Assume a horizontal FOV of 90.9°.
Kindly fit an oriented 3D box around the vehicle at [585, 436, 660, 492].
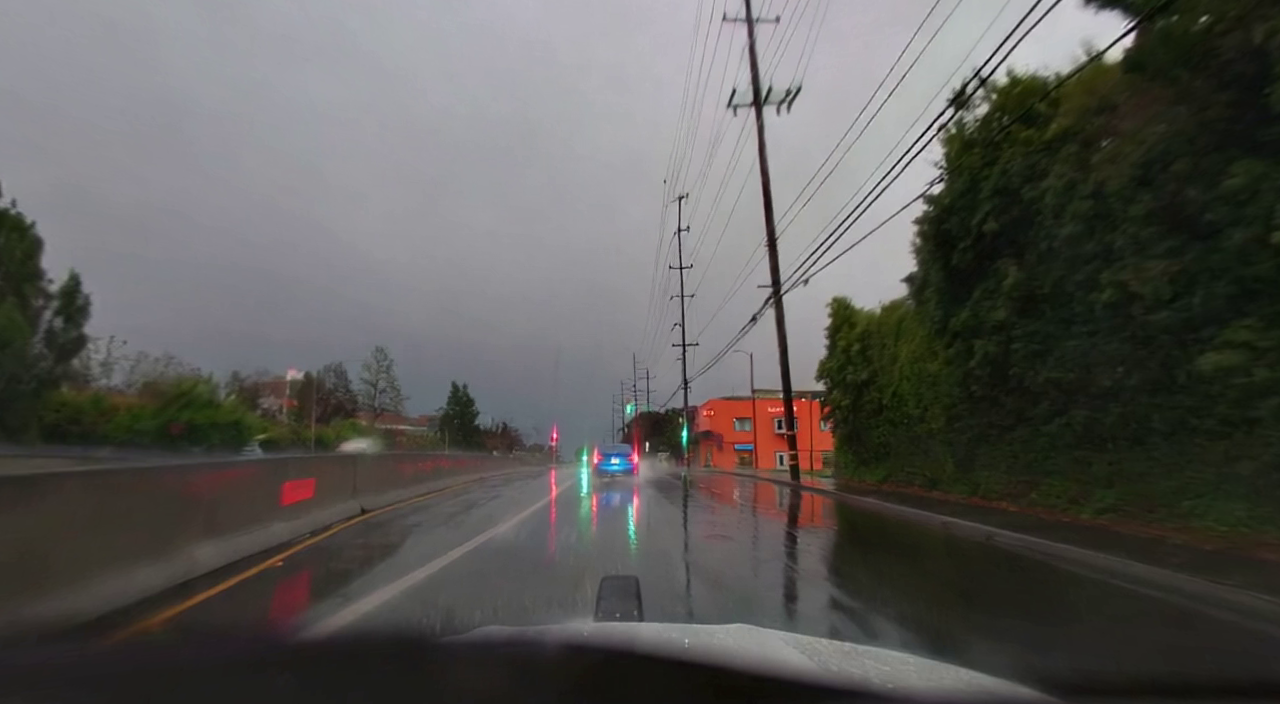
[{"bbox_3d":[-0.600,3.433,19.706,2.123,1.566,3.662,0,-8,-3],"label":"vehicle"}]
